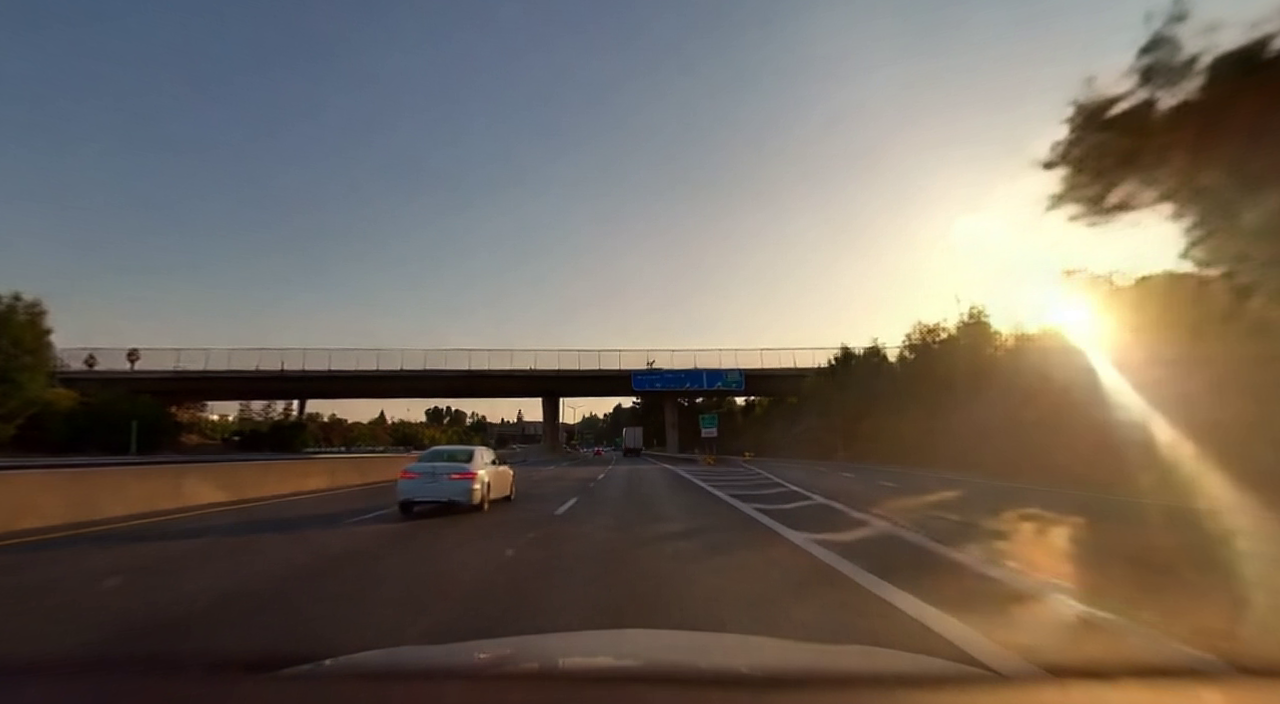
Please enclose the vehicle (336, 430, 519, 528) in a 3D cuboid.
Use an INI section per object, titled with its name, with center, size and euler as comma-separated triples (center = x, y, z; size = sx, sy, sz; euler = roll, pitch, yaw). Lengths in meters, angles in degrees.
[vehicle]
center = -3.821, 2.365, 12.260
size = 2.070, 1.564, 4.145
euler = 0, -9, 1
